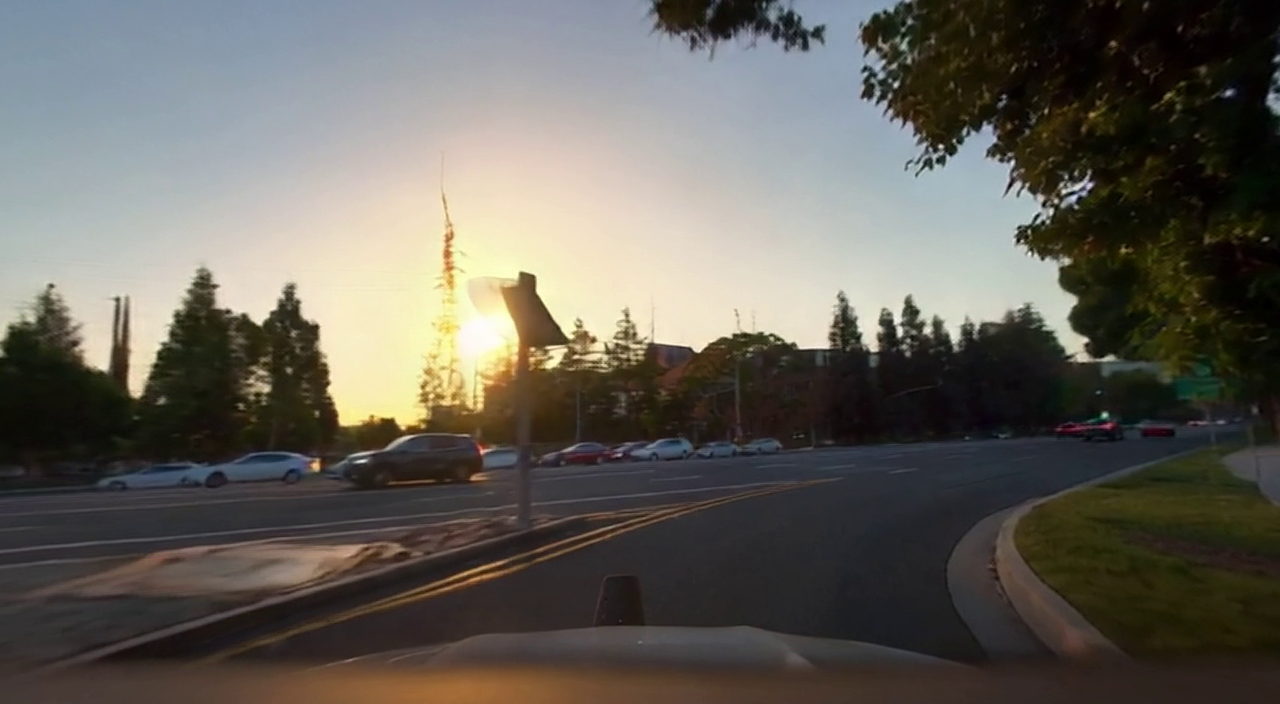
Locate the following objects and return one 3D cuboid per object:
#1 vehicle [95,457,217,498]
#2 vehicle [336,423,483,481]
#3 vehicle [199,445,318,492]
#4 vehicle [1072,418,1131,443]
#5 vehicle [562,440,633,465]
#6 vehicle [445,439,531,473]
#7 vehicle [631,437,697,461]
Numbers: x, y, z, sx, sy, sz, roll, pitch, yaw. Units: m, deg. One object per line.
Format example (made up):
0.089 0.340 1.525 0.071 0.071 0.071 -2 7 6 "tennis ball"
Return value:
-23.100 5.939 30.227 4.493 1.455 1.946 3 -7 -40 "vehicle"
-10.173 4.595 28.283 5.636 2.053 2.225 11 -20 -37 "vehicle"
-17.968 5.421 29.880 4.510 1.764 1.947 3 -7 -40 "vehicle"
34.477 5.907 47.133 4.496 1.765 2.059 6 -11 -35 "vehicle"
-2.837 6.801 42.616 4.513 1.582 1.842 7 -11 -39 "vehicle"
-8.984 6.241 37.553 4.467 1.625 2.033 10 -19 -38 "vehicle"
1.812 7.148 46.653 4.727 1.681 1.926 7 -11 -39 "vehicle"
